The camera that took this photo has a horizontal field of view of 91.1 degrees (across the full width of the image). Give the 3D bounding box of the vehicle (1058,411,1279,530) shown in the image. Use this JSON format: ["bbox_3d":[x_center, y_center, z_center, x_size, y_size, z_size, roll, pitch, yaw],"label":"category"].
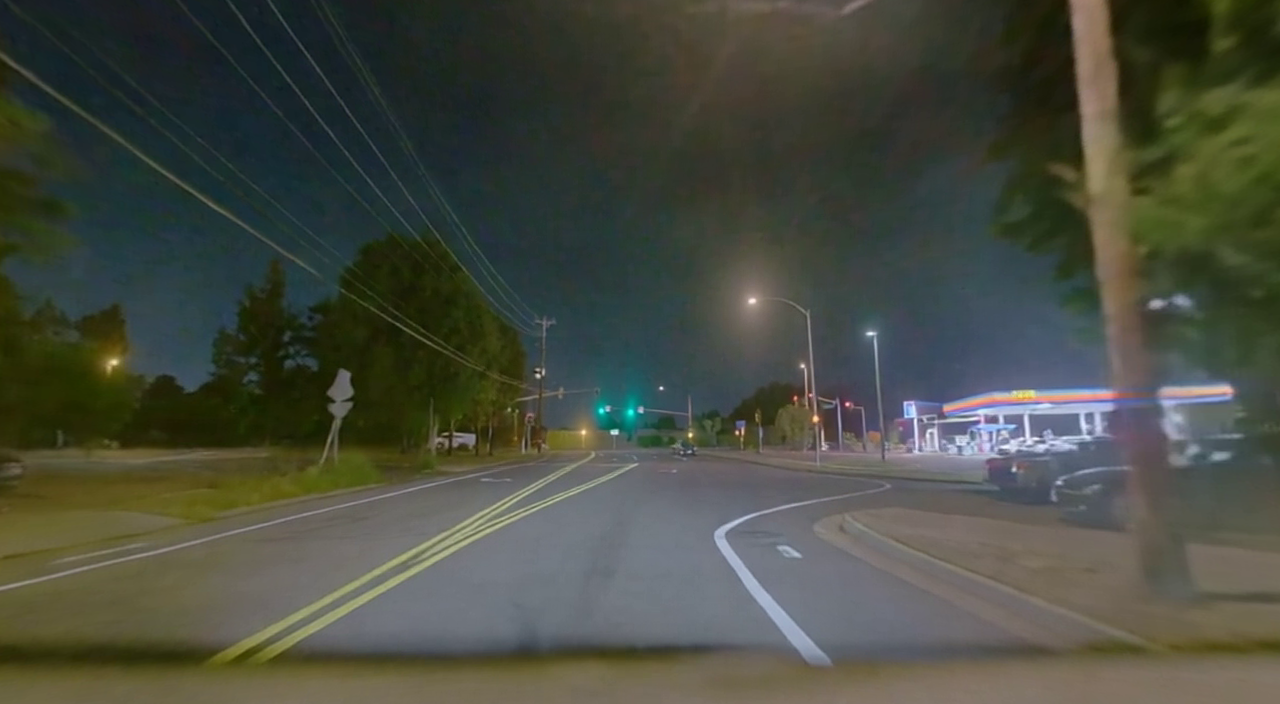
[{"bbox_3d":[10.214,1.954,10.597,4.736,1.816,1.999,-2,-9,16],"label":"vehicle"}]
